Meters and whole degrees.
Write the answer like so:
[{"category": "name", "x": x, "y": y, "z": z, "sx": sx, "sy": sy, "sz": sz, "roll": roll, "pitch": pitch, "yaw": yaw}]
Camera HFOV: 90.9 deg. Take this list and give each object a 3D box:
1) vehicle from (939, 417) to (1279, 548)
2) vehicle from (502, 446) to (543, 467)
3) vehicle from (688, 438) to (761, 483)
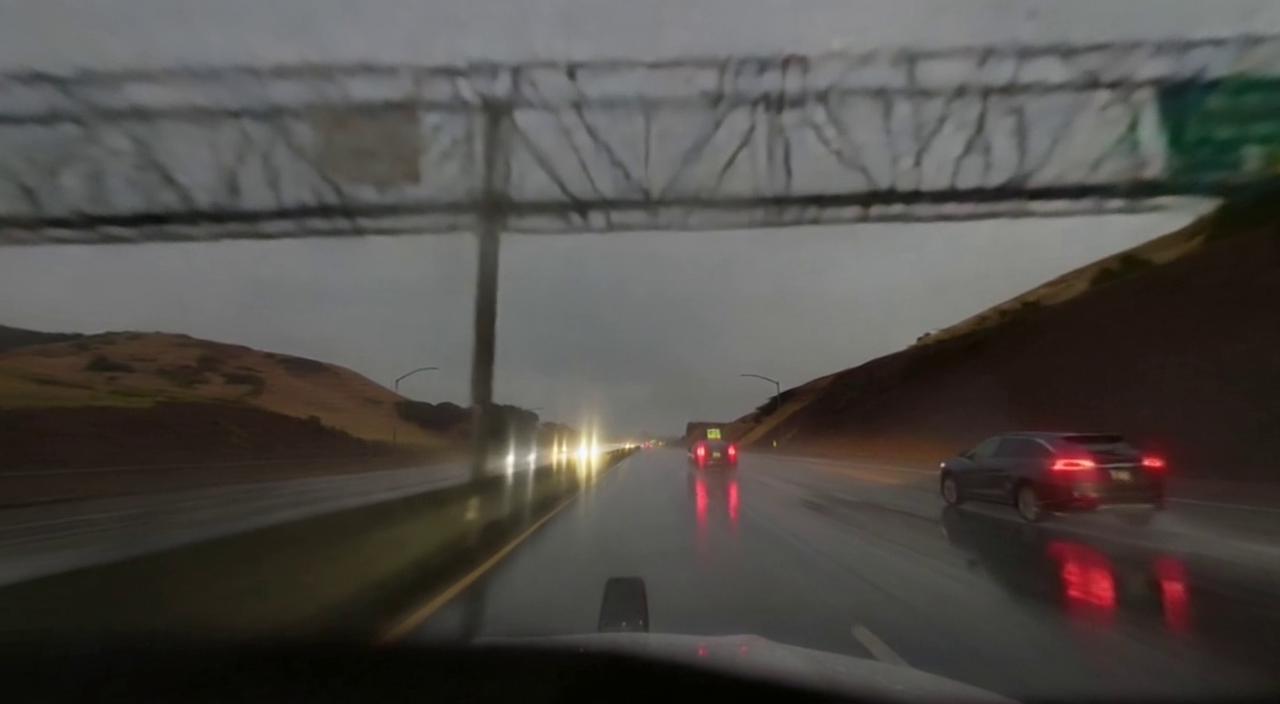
[{"category": "vehicle", "x": 6.864, "y": 1.892, "z": 9.901, "sx": 1.988, "sy": 1.530, "sz": 4.777, "roll": 0, "pitch": -8, "yaw": 0}, {"category": "vehicle", "x": -8.835, "y": 7.870, "z": 47.851, "sx": 2.208, "sy": 1.447, "sz": 4.764, "roll": -1, "pitch": -8, "yaw": 1}, {"category": "vehicle", "x": 2.927, "y": 3.863, "z": 22.804, "sx": 2.044, "sy": 1.444, "sz": 4.216, "roll": 0, "pitch": -8, "yaw": 0}]
